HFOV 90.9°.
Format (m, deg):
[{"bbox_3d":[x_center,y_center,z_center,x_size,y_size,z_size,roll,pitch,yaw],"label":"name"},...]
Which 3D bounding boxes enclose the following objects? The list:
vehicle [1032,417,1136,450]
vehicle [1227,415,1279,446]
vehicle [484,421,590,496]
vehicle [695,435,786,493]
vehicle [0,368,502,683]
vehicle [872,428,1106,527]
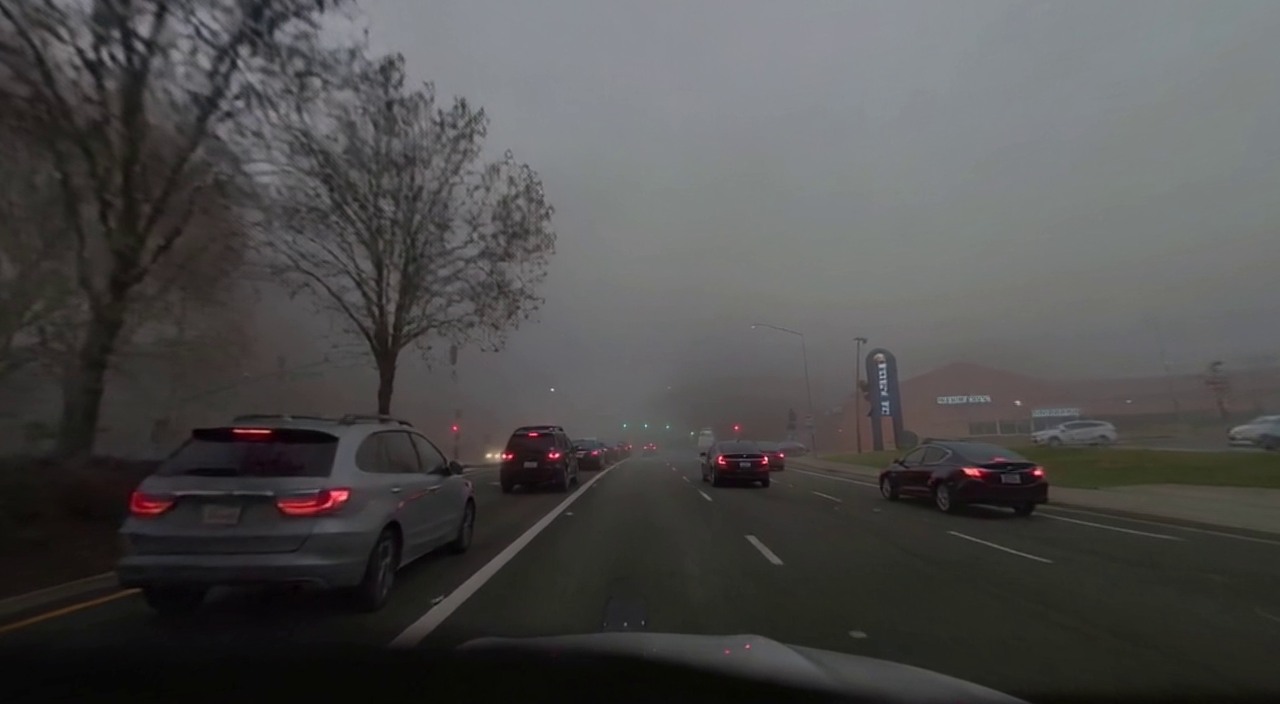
[{"bbox_3d":[29.745,5.551,42.381,2.209,1.864,5.044,2,-11,-28],"label":"vehicle"},{"bbox_3d":[30.913,3.900,30.928,1.787,1.423,4.347,-5,-10,26],"label":"vehicle"},{"bbox_3d":[-2.662,2.905,17.466,2.117,1.799,4.442,0,-9,1],"label":"vehicle"},{"bbox_3d":[2.832,3.266,18.737,2.004,1.512,4.206,0,-9,0],"label":"vehicle"},{"bbox_3d":[-2.849,1.281,5.723,2.141,1.719,4.379,0,-9,1],"label":"vehicle"},{"bbox_3d":[6.372,2.337,12.334,1.881,1.540,4.750,0,-9,0],"label":"vehicle"}]
